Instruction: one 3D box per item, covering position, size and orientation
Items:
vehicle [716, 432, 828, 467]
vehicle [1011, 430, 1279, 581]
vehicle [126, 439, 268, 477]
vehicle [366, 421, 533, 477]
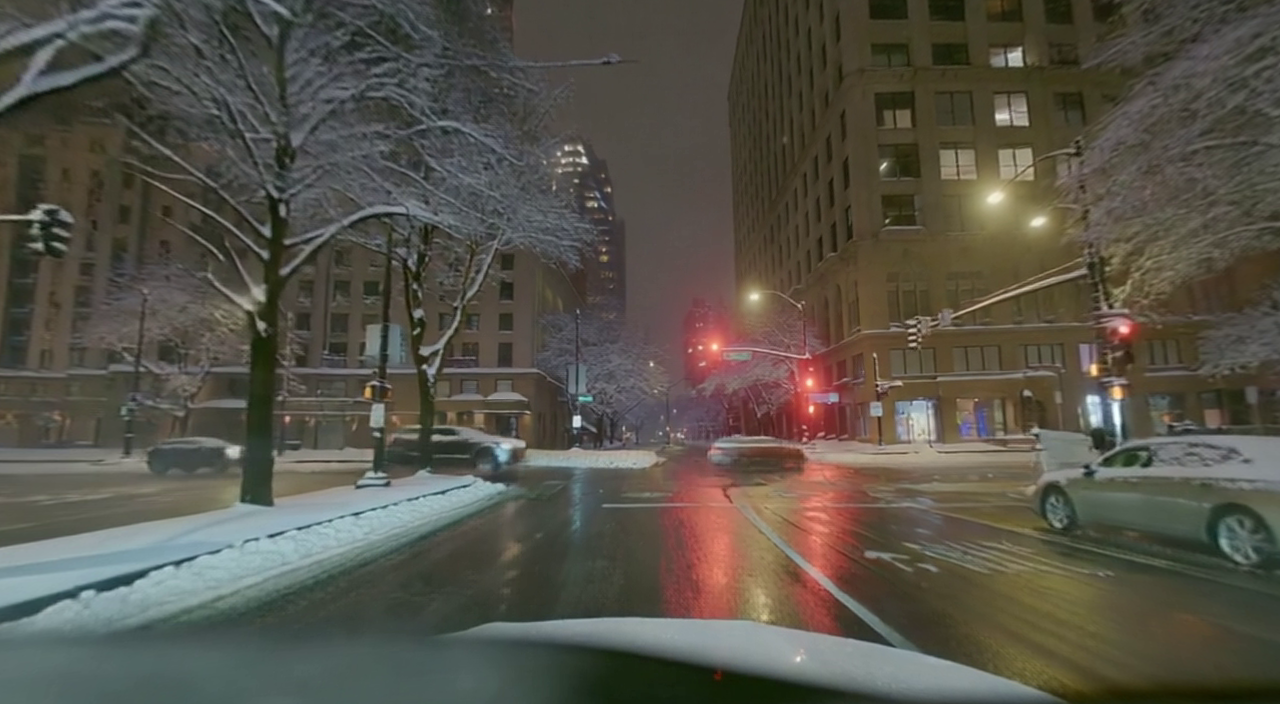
[{"bbox_3d":[5.804,4.329,28.124,4.503,1.475,1.789,0,-9,-4],"label":"vehicle"},{"bbox_3d":[7.321,1.815,8.247,1.936,1.489,4.885,0,-9,-1],"label":"vehicle"},{"bbox_3d":[-18.429,4.412,26.430,4.482,1.492,1.805,0,-9,-3],"label":"vehicle"},{"bbox_3d":[-7.043,3.662,23.992,5.659,1.967,2.149,0,-9,-3],"label":"vehicle"}]
